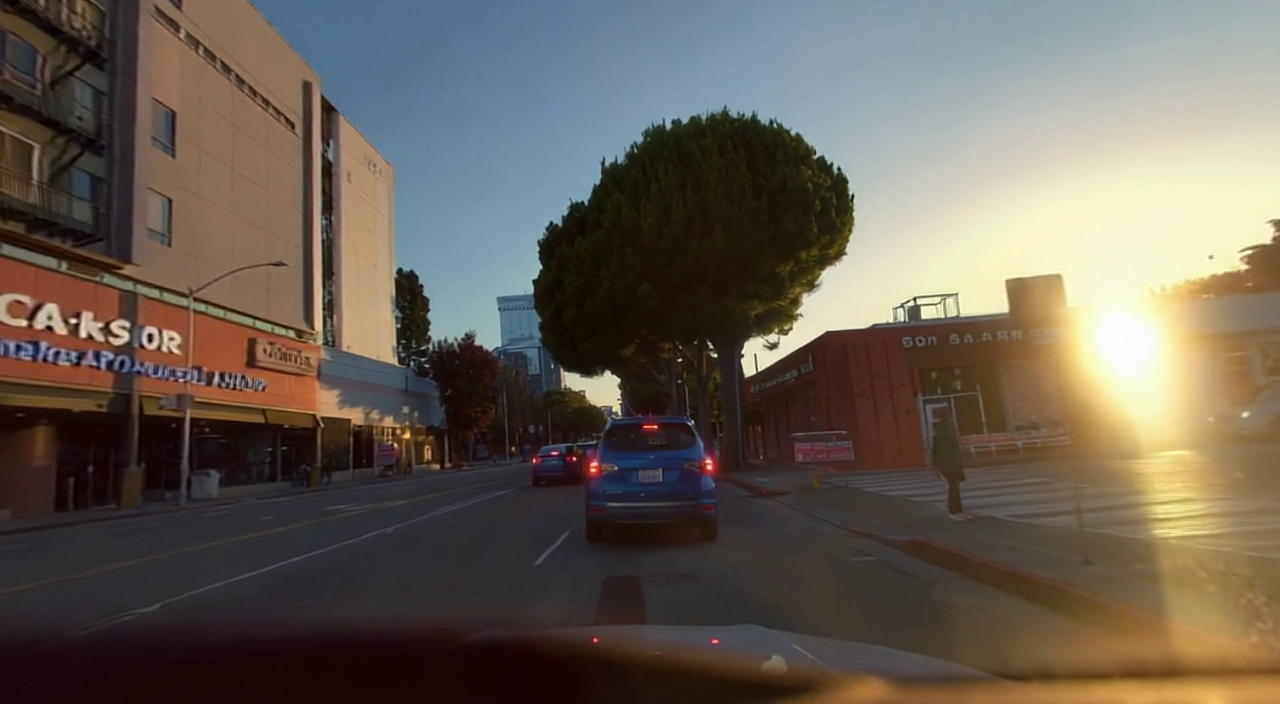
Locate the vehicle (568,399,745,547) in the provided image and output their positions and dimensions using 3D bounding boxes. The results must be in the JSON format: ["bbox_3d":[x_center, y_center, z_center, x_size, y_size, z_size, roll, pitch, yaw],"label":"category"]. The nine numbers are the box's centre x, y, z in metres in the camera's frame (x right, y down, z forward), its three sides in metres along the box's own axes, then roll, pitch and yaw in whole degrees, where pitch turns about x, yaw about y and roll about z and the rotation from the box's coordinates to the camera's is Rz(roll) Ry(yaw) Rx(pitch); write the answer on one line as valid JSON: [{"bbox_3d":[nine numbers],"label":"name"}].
[{"bbox_3d":[0.198,1.967,10.883,2.352,1.953,4.796,0,-8,-1],"label":"vehicle"}]

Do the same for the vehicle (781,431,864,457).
[{"bbox_3d":[10.825,5.492,37.738,4.426,1.490,1.862,-1,-8,3],"label":"vehicle"}]

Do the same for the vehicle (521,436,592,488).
[{"bbox_3d":[-2.930,3.950,23.100,2.023,1.702,4.152,0,-8,0],"label":"vehicle"}]
